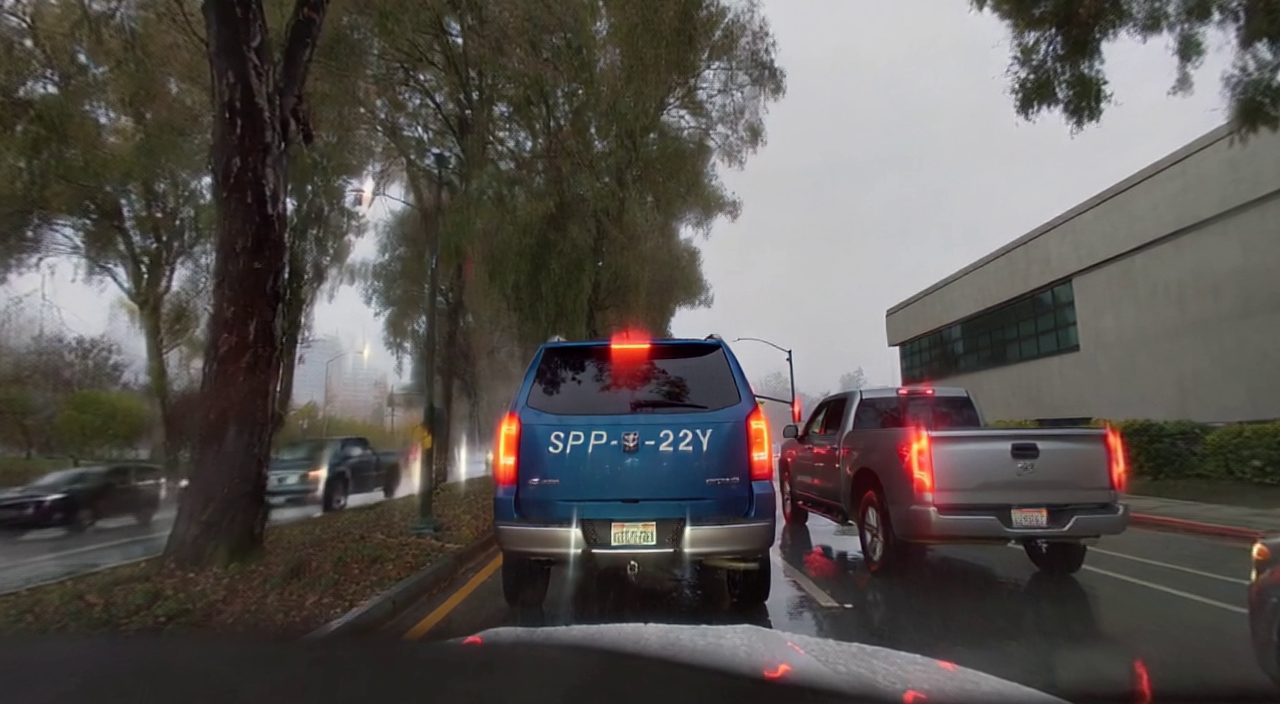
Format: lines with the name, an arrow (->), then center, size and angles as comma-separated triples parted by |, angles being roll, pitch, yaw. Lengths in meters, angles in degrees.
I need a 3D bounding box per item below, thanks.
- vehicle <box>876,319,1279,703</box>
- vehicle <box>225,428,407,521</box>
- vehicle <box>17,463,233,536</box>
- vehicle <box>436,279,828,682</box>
vehicle -> 3.080, 0.983, 3.461 | 2.022, 1.700, 4.410 | 0, -8, 3
vehicle -> -8.439, 3.215, 17.217 | 2.136, 2.109, 5.377 | 0, -8, -1
vehicle -> -16.006, 4.556, 20.210 | 2.214, 1.815, 5.613 | 0, -8, -1
vehicle -> 0.007, 1.037, 5.971 | 2.267, 2.372, 4.366 | 0, -8, 2
